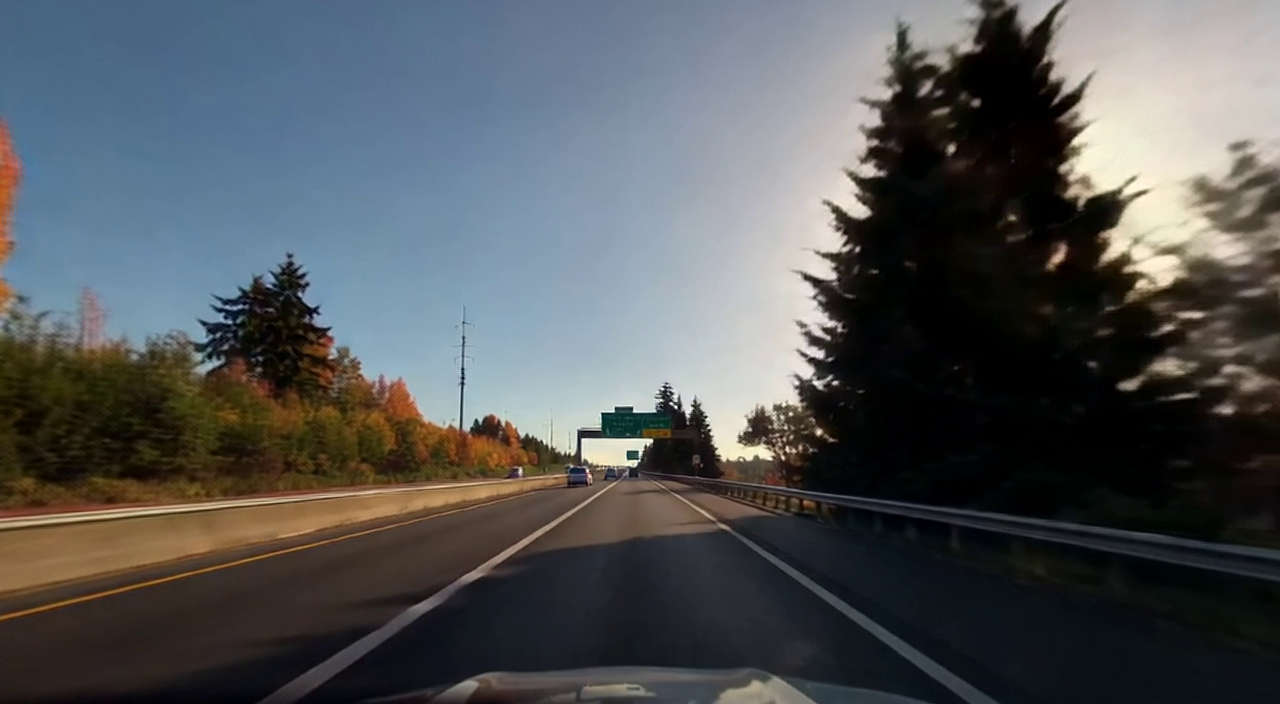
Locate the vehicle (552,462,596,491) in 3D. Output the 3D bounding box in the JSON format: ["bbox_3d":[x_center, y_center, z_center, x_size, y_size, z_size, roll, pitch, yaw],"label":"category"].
[{"bbox_3d":[-4.104,7.871,39.921,2.239,1.687,4.598,1,-11,1],"label":"vehicle"}]
